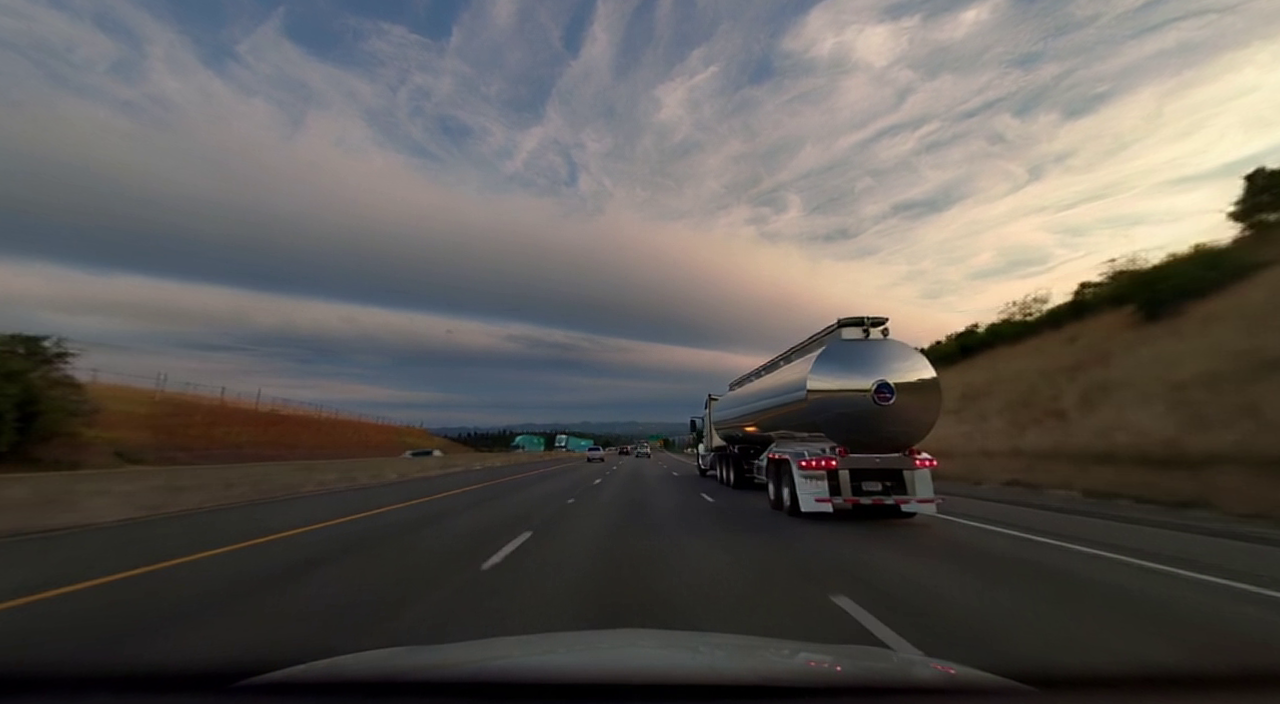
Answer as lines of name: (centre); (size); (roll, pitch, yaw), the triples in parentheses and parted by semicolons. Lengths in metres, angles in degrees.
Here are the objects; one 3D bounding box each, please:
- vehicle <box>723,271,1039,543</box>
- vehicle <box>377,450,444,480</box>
vehicle: (3.890, 1.450, 13.506); (2.759, 3.734, 9.708); (0, -9, -1)
vehicle: (-11.490, 5.671, 31.895); (1.820, 1.432, 3.977); (0, -9, 1)
